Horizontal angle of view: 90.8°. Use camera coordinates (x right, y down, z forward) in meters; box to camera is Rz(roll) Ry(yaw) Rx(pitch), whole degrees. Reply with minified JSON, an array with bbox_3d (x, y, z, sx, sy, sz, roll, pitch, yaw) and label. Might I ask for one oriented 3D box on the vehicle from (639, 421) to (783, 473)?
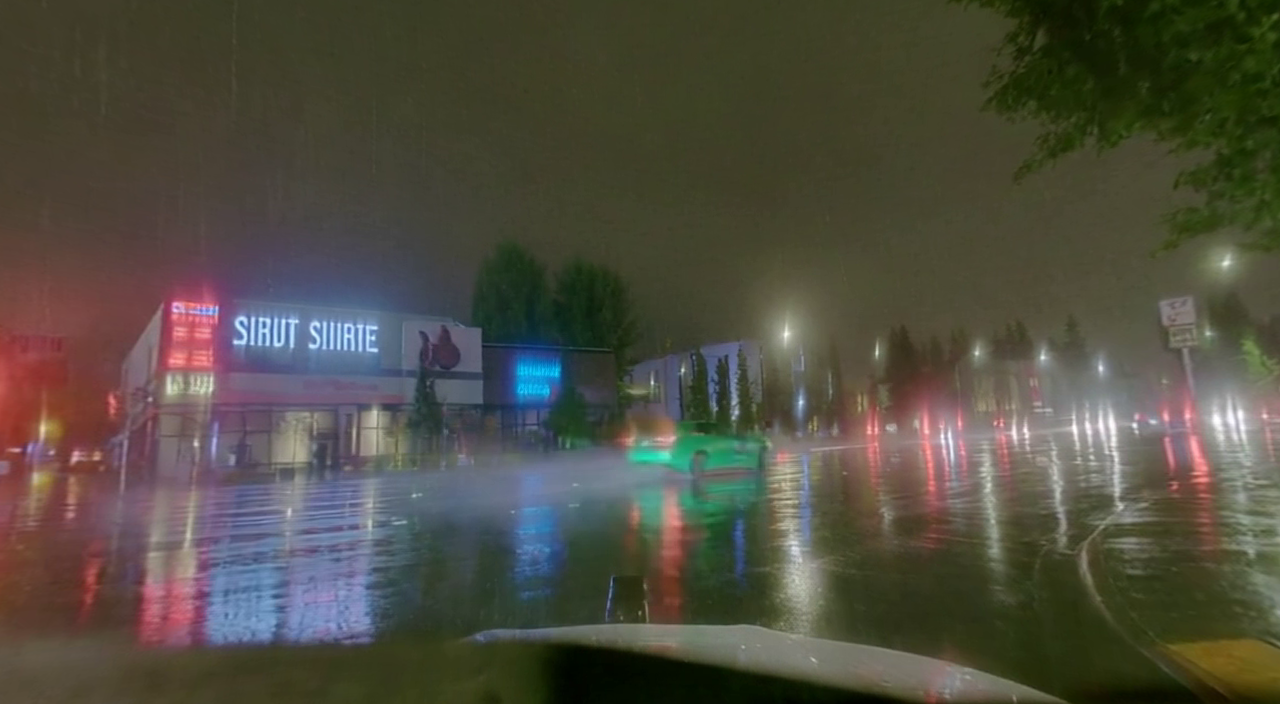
[{"bbox_3d":[2.309,3.021,20.146,4.442,1.458,1.902,6,-11,-36],"label":"vehicle"}]
